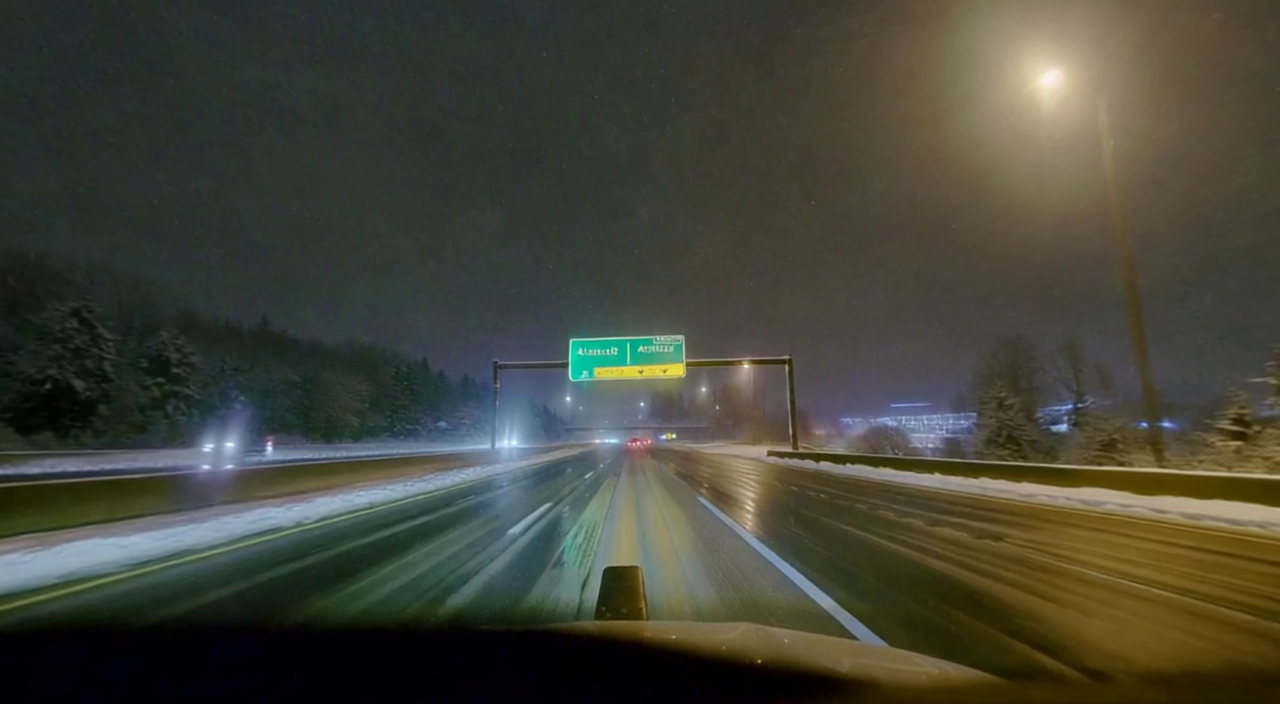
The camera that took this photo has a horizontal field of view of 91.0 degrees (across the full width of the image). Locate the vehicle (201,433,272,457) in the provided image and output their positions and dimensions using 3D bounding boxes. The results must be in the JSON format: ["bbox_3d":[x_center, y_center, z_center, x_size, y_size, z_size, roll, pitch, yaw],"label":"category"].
[{"bbox_3d":[-27.352,6.331,42.891,2.072,1.548,4.290,0,-8,-2],"label":"vehicle"}]
